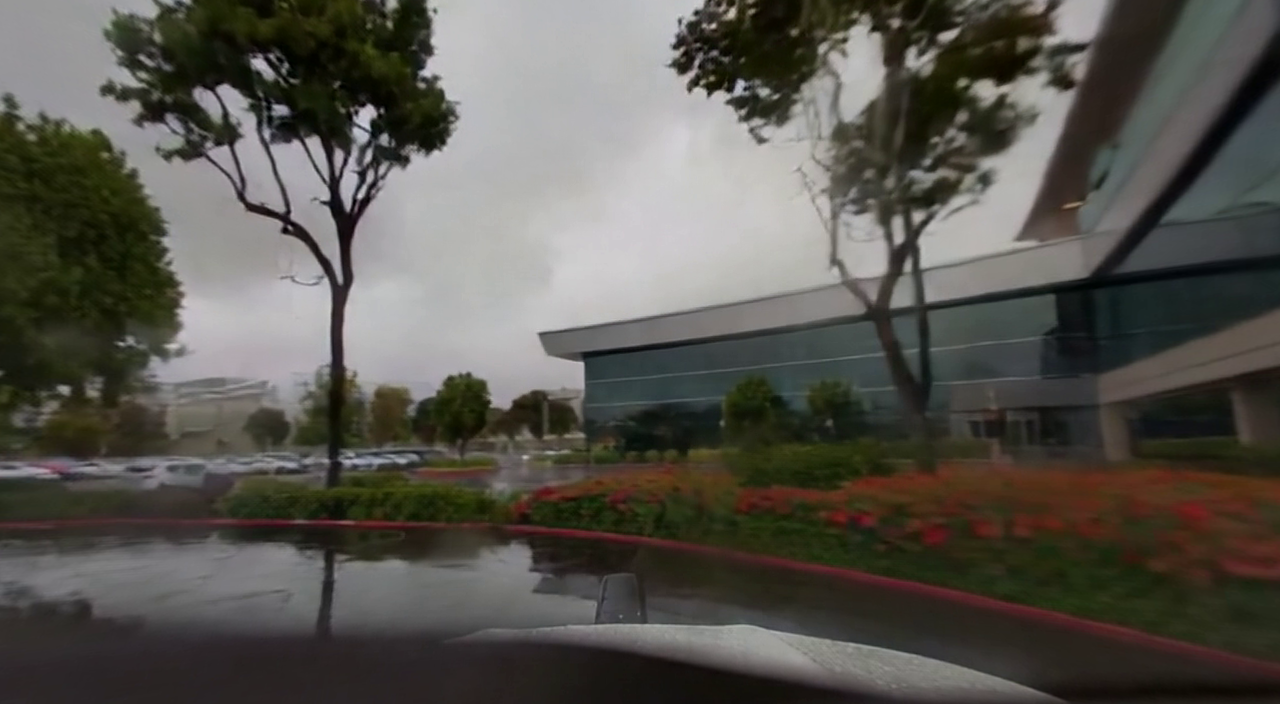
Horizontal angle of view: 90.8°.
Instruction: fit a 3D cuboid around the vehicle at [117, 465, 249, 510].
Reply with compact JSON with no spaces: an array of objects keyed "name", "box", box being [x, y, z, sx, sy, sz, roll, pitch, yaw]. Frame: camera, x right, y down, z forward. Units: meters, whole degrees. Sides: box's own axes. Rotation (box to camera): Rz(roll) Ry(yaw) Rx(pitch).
[{"name":"vehicle","box":[-21.906,6.468,30.471,4.755,1.707,1.889,-2,-9,-12]}]
